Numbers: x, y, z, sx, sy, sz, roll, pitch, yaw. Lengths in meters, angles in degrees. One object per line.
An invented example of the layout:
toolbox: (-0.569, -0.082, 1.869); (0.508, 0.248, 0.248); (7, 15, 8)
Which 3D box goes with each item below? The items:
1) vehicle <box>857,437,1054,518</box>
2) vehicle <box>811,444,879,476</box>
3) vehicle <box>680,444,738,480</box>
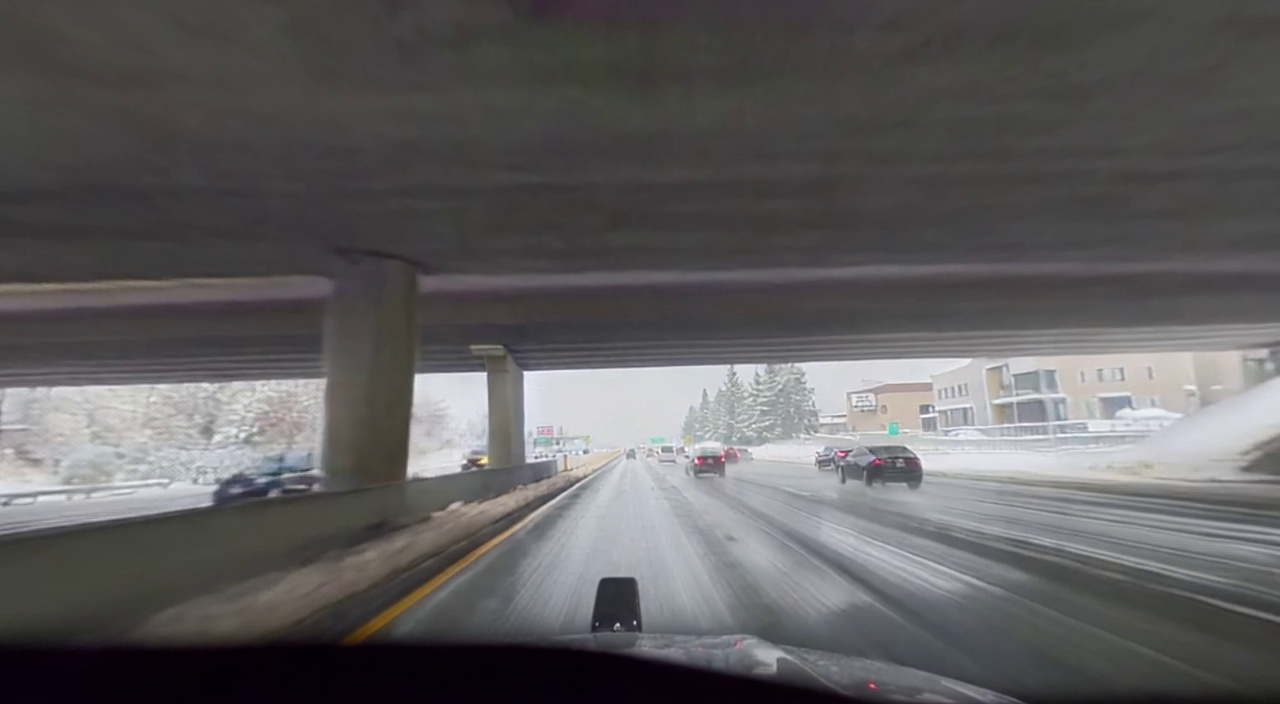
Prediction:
vehicle: (6.616, 2.668, 13.959); (1.952, 1.489, 4.483); (0, -9, -1)
vehicle: (9.909, 5.223, 30.838); (1.838, 1.440, 4.121); (0, -9, -2)
vehicle: (3.056, 4.976, 28.889); (1.993, 1.507, 4.594); (0, -9, -2)
